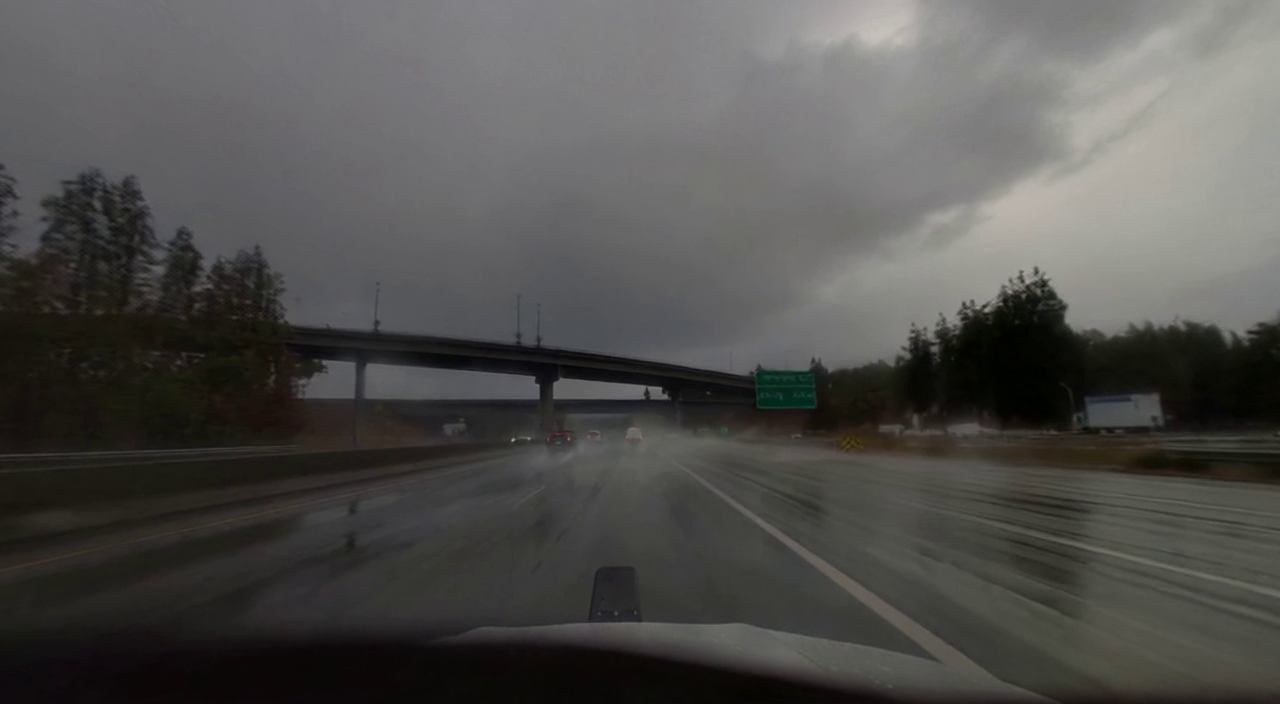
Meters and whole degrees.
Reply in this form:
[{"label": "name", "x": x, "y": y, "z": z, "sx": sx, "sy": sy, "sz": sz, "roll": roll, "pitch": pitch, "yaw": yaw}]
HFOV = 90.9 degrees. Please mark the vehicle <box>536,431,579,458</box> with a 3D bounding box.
[{"label": "vehicle", "x": -4.696, "y": 5.344, "z": 36.537, "sx": 1.933, "sy": 1.473, "sz": 4.023, "roll": 0, "pitch": -8, "yaw": 0}]
